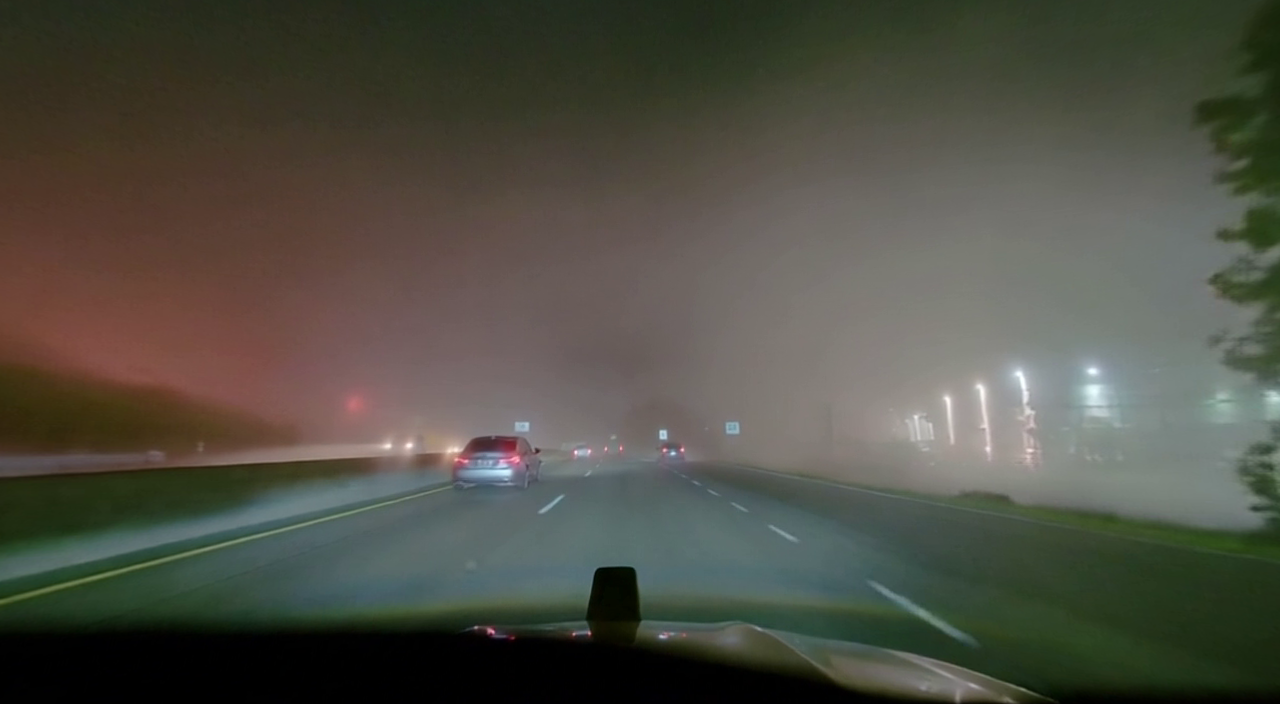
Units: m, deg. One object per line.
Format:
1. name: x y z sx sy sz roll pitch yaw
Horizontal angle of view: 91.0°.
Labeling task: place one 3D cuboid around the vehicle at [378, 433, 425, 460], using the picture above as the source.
1. vehicle: -18.578 7.359 49.228 2.115 1.986 4.769 0 -8 -4

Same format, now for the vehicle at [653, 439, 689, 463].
1. vehicle: 2.184 7.155 45.522 2.078 1.608 3.982 0 -8 -6

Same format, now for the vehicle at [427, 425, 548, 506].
1. vehicle: -3.651 2.806 16.010 2.080 1.733 4.410 0 -8 -1
